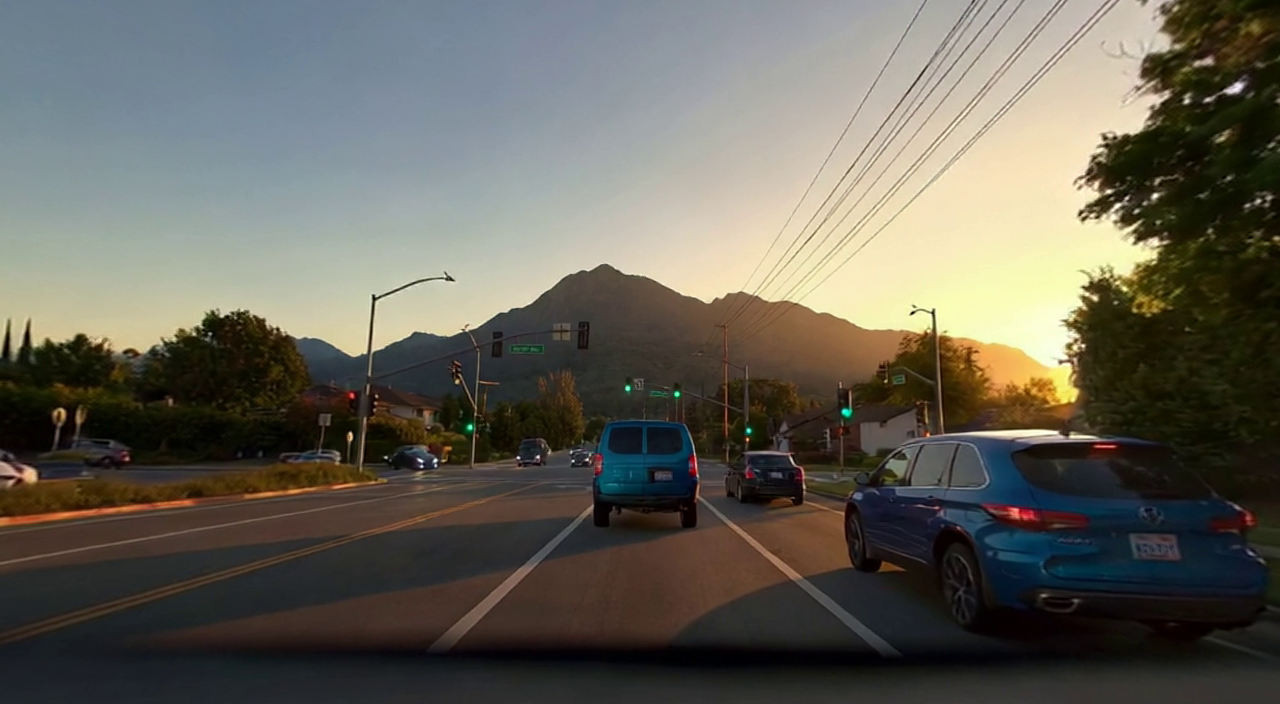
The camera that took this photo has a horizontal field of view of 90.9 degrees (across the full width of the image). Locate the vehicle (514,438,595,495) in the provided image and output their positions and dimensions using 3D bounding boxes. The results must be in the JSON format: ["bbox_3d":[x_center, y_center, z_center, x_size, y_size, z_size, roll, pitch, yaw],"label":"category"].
[{"bbox_3d":[-2.809,3.906,21.859,2.059,1.749,4.458,0,-8,2],"label":"vehicle"}]

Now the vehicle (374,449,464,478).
[{"bbox_3d":[-12.559,6.286,35.871,4.644,1.533,2.005,-4,-9,24],"label":"vehicle"}]

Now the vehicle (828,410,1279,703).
[{"bbox_3d":[3.523,1.497,5.774,2.155,1.658,4.721,0,-8,0],"label":"vehicle"}]

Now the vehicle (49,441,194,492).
[{"bbox_3d":[-20.422,4.496,25.171,1.996,1.809,4.699,1,-8,-5],"label":"vehicle"}]

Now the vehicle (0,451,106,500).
[{"bbox_3d":[-20.081,3.901,20.131,1.830,1.436,4.771,0,-8,1],"label":"vehicle"}]

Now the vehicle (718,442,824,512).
[{"bbox_3d":[3.390,3.298,17.227,1.957,1.646,4.355,0,-8,0],"label":"vehicle"}]

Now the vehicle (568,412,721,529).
[{"bbox_3d":[0.081,2.433,13.554,2.636,2.011,5.130,0,-8,0],"label":"vehicle"}]

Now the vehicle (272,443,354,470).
[{"bbox_3d":[-22.030,7.041,42.535,4.428,1.738,1.886,0,-8,1],"label":"vehicle"}]
